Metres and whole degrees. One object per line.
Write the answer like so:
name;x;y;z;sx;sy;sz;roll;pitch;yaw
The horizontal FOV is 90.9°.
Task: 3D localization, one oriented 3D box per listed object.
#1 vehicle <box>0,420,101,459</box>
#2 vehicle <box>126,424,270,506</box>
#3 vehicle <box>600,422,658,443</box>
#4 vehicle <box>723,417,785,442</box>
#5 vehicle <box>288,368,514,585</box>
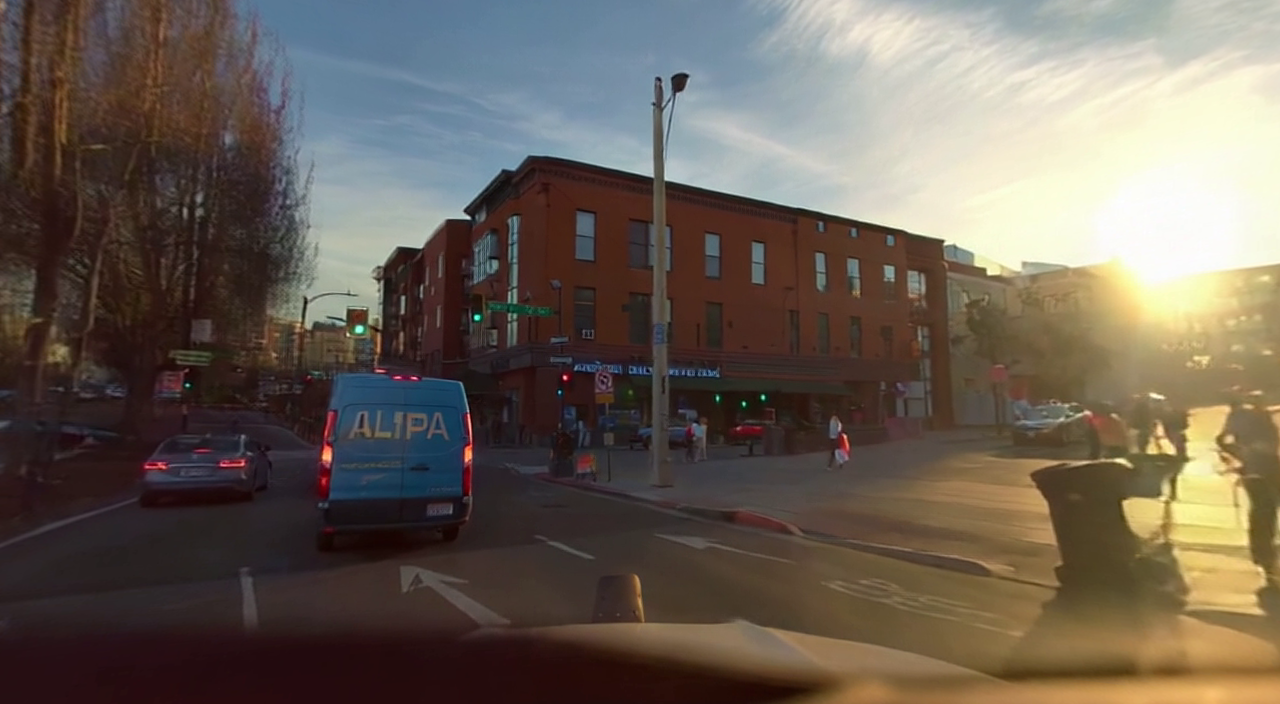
vehicle;-26.229;3.813;27.474;3.846;1.616;1.840;5;-9;-35
vehicle;-9.076;2.288;13.259;1.841;1.461;3.426;4;-9;-25
vehicle;-0.792;5.873;45.835;3.885;1.449;1.757;4;-9;-26
vehicle;7.899;5.367;43.426;4.020;1.572;1.718;6;-10;-30
vehicle;-3.105;1.408;7.948;1.951;1.907;4.266;4;-9;-25
